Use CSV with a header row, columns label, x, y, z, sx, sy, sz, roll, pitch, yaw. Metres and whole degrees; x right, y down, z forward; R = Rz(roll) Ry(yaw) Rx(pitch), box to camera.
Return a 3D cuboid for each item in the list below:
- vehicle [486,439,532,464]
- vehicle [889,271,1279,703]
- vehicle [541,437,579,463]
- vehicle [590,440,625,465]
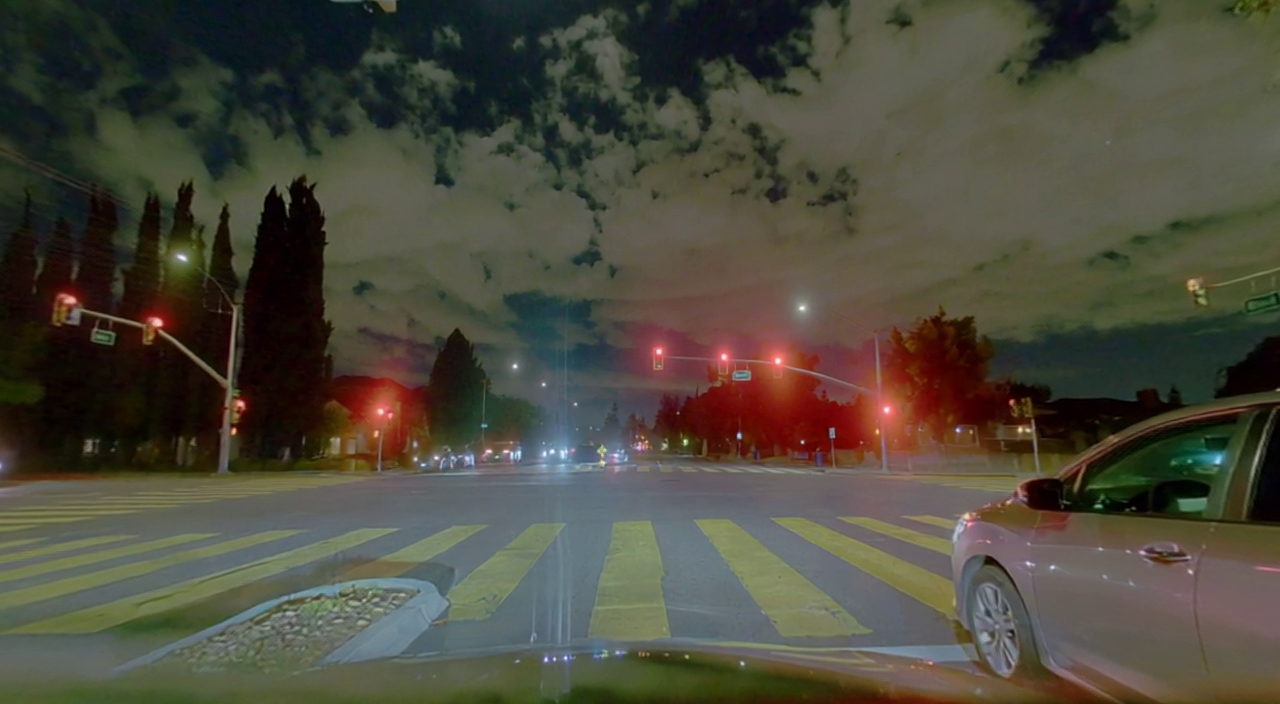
label,x,y,z,sx,sy,sz,roll,pitch,yaw
vehicle,-8.946,6.853,43.619,2.028,1.654,5.027,0,-8,1
vehicle,2.719,0.711,1.737,2.085,1.800,4.908,0,-8,0
vehicle,-5.536,6.890,44.378,2.091,1.707,4.157,0,-8,0
vehicle,-2.143,6.394,40.212,2.046,1.491,4.118,1,-8,-5
